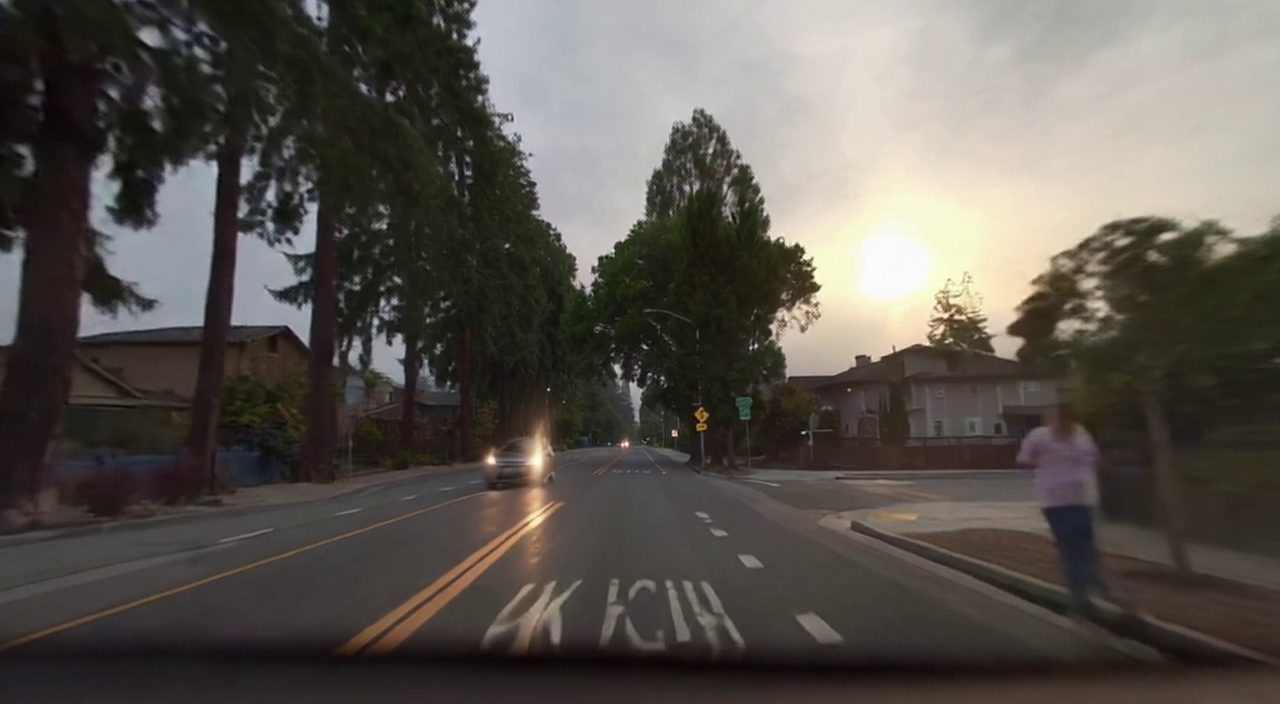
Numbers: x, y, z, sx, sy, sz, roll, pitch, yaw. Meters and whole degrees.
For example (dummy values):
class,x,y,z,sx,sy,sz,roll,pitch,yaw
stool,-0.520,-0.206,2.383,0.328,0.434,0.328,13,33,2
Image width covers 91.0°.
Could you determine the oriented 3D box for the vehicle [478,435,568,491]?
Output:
class,x,y,z,sx,sy,sz,roll,pitch,yaw
vehicle,-4.051,3.968,22.850,2.267,1.768,4.911,0,-9,1
